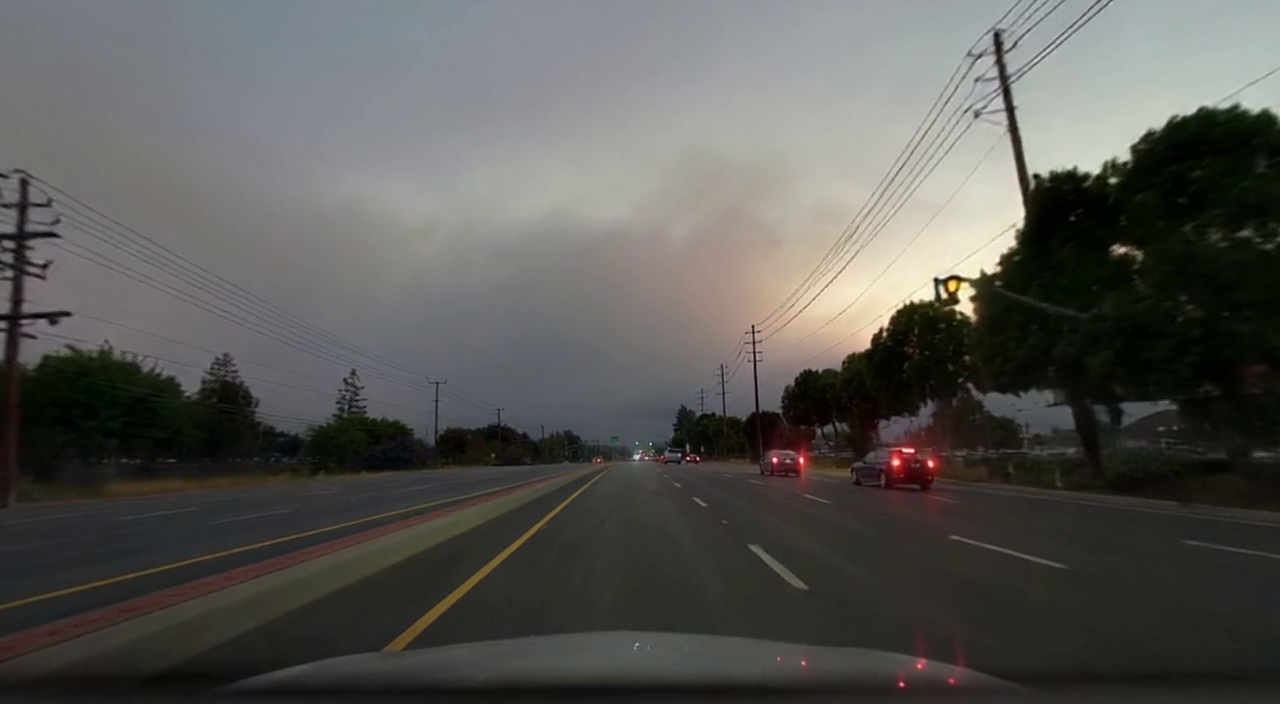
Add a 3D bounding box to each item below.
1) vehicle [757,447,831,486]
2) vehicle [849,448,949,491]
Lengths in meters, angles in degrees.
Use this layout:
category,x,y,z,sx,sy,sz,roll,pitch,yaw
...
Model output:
category,x,y,z,sx,sy,sz,roll,pitch,yaw
vehicle,6.251,4.680,26.160,1.882,1.476,4.344,0,-8,-1
vehicle,9.838,4.456,24.462,1.874,1.482,4.545,0,-8,-1
